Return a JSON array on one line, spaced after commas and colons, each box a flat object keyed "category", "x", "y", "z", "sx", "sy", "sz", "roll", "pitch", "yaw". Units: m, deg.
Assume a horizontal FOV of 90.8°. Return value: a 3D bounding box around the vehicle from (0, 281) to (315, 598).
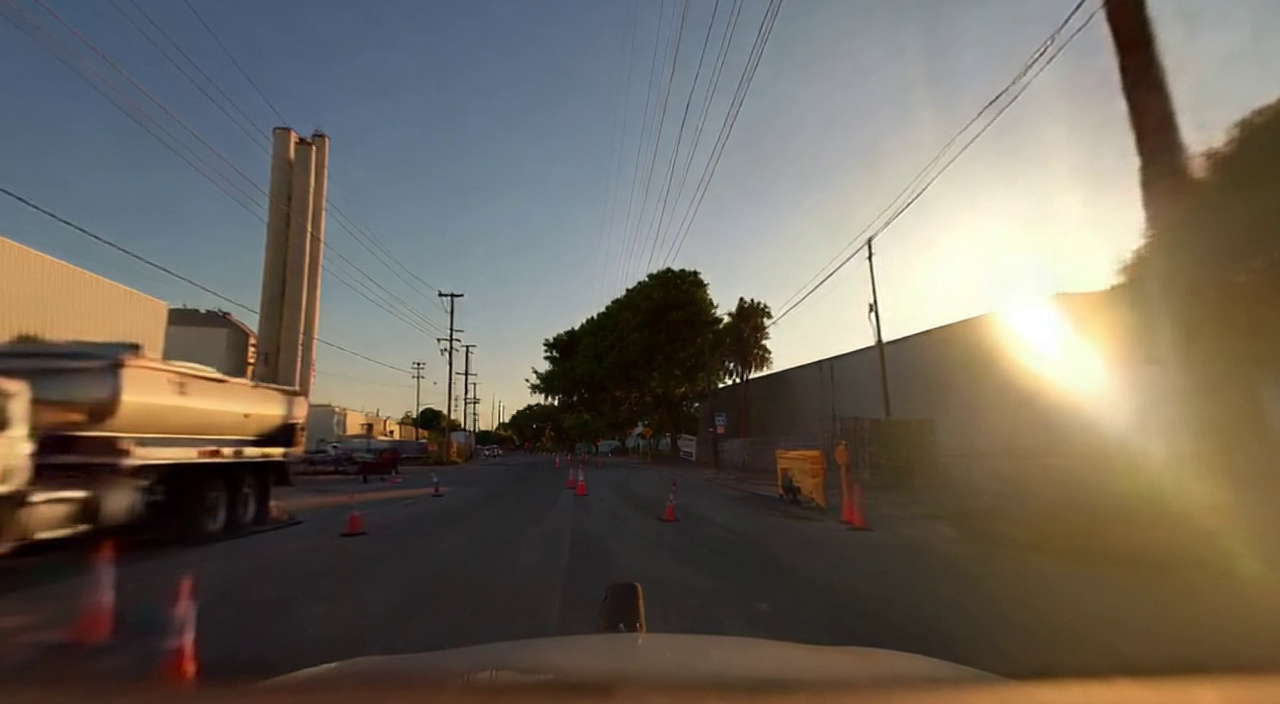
[{"category": "vehicle", "x": -8.144, "y": 1.370, "z": 9.167, "sx": 2.991, "sy": 3.173, "sz": 7.929, "roll": -1, "pitch": -9, "yaw": -3}]
